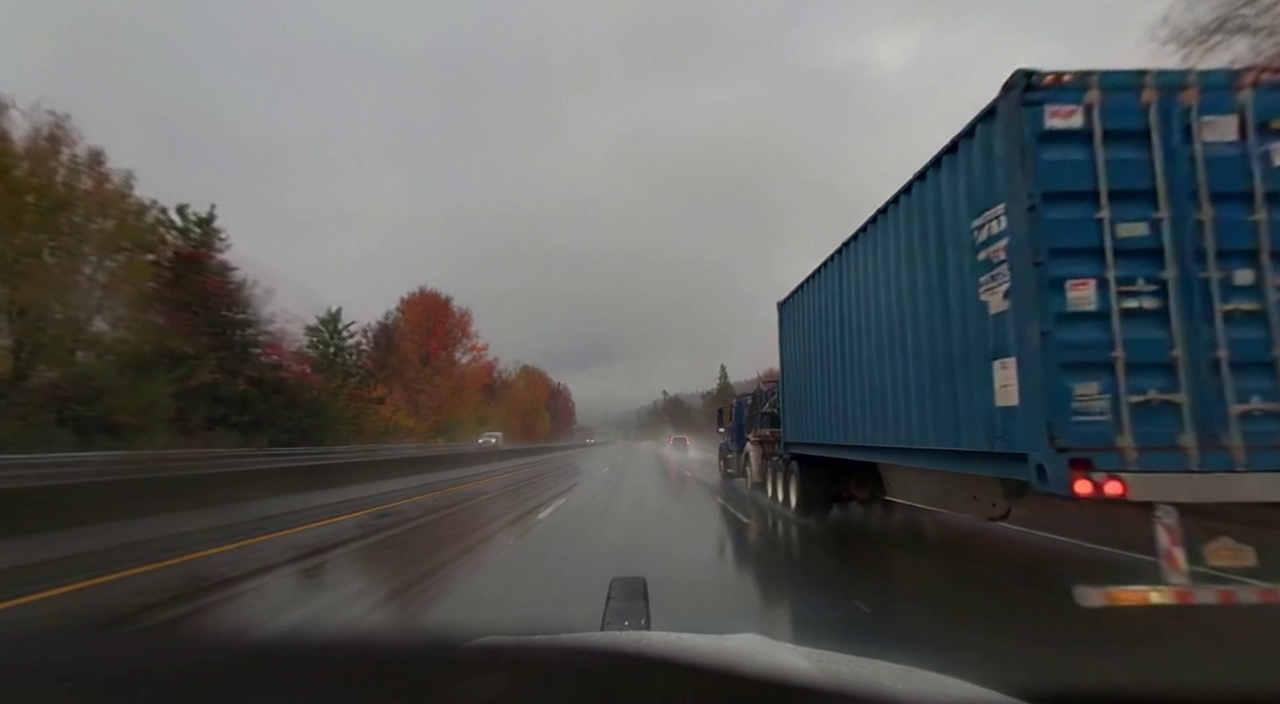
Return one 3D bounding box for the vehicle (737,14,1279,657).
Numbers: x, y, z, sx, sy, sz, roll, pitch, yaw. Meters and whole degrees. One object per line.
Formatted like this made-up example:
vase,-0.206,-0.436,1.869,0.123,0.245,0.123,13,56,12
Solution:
vehicle,4.027,0.682,10.317,2.903,4.003,13.046,0,-8,1
